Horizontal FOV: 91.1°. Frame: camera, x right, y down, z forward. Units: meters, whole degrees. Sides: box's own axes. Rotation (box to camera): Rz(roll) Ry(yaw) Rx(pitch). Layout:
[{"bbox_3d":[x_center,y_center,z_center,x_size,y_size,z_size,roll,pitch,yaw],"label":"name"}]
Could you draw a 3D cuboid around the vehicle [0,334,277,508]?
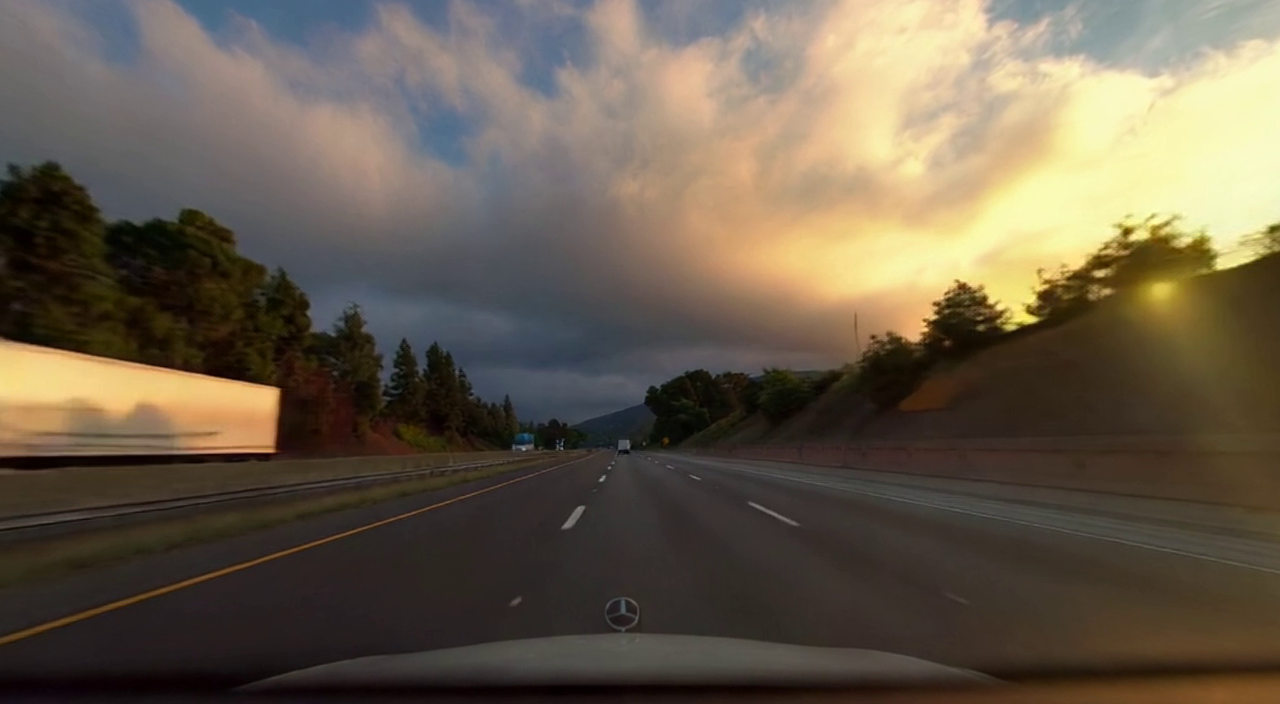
[{"bbox_3d":[-16.838,2.329,19.467,3.058,4.084,14.014,0,-9,-1],"label":"vehicle"}]
